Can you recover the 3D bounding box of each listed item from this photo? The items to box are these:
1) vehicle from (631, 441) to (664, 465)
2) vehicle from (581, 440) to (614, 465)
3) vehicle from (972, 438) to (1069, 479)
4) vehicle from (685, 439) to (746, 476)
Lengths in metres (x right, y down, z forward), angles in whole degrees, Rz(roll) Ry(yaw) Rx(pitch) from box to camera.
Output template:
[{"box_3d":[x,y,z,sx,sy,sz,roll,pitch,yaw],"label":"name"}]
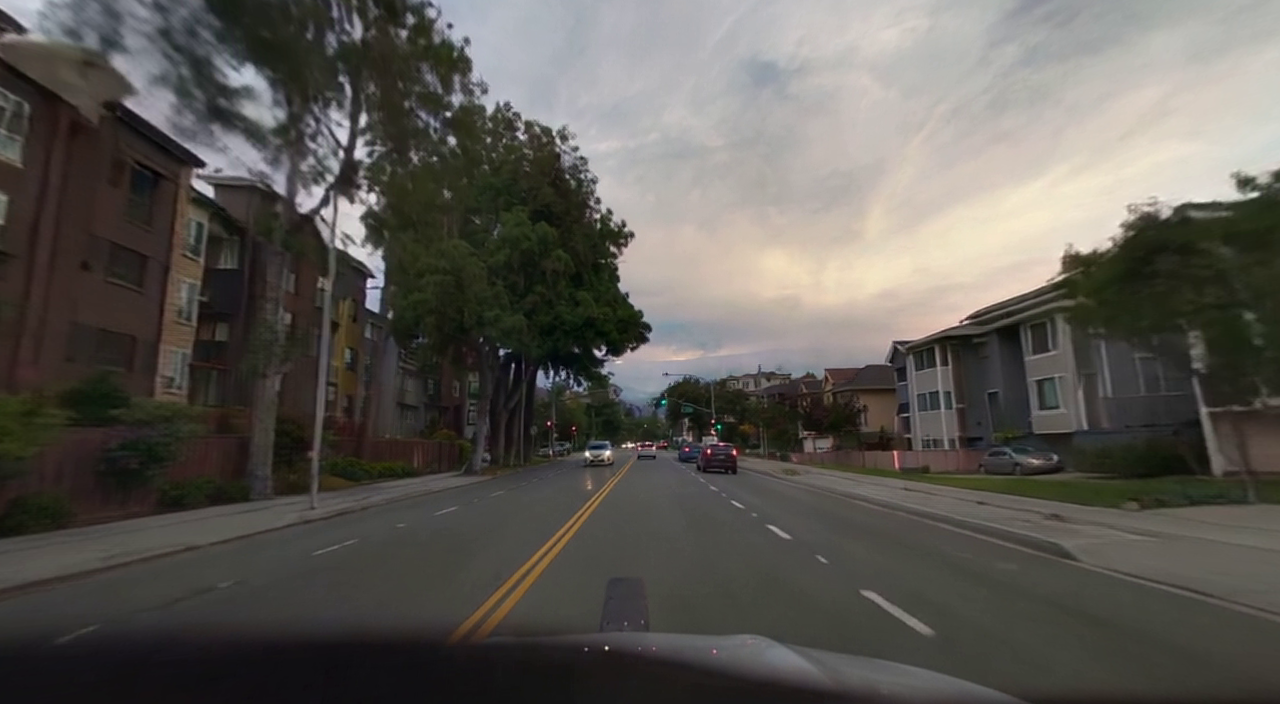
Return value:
[{"box_3d":[0.433,6.723,42.085,2.097,1.463,4.043,0,-9,-1],"label":"vehicle"},{"box_3d":[-2.856,6.860,43.003,1.954,1.618,4.050,0,-9,1],"label":"vehicle"},{"box_3d":[17.983,5.035,30.005,1.831,1.778,3.787,1,-9,-8],"label":"vehicle"},{"box_3d":[3.249,4.662,28.063,2.078,1.488,4.741,0,-9,-1],"label":"vehicle"}]
